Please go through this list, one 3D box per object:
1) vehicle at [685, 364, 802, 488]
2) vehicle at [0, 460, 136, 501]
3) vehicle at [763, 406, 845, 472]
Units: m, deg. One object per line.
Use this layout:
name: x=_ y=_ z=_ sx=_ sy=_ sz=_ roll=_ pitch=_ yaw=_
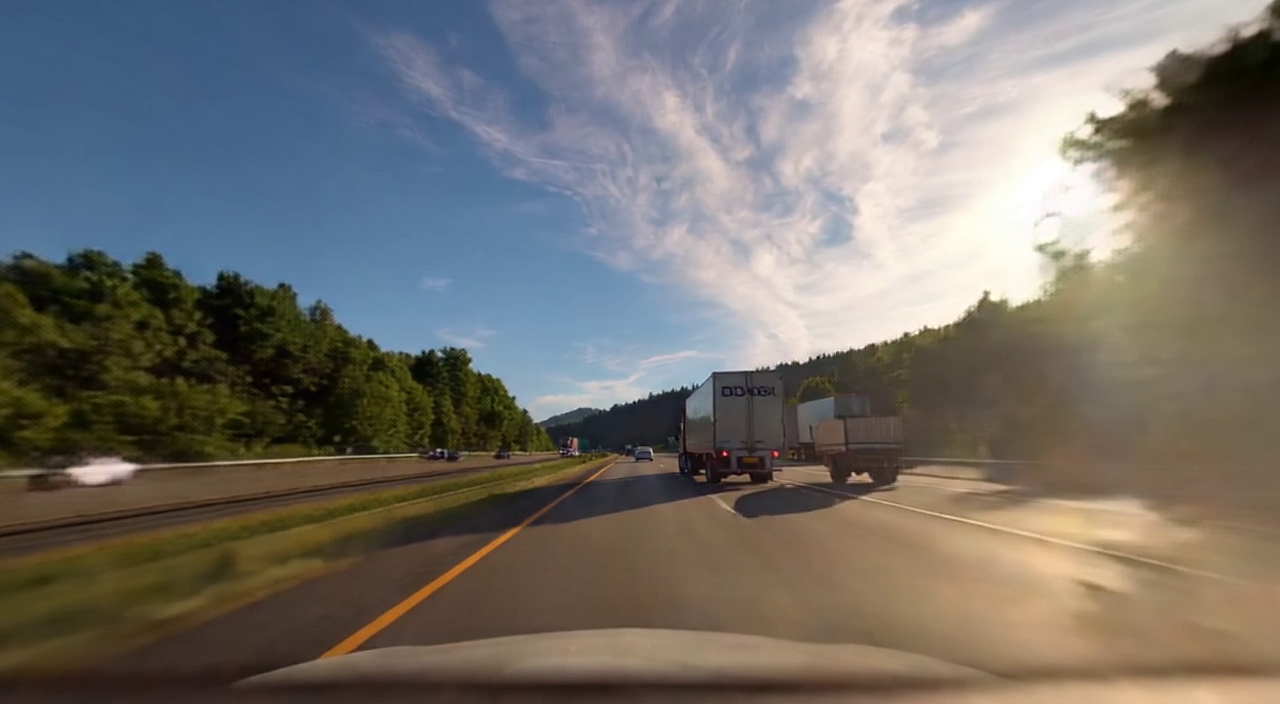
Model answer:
vehicle: x=3.708 y=3.140 z=25.328 sx=3.025 sy=4.010 sz=9.542 roll=0 pitch=-9 yaw=0
vehicle: x=-24.233 y=5.307 z=26.261 sx=1.907 sy=1.481 sz=4.822 roll=-1 pitch=-9 yaw=5
vehicle: x=11.325 y=6.245 z=44.575 sx=2.946 sy=4.031 sz=10.368 roll=-1 pitch=-9 yaw=0
